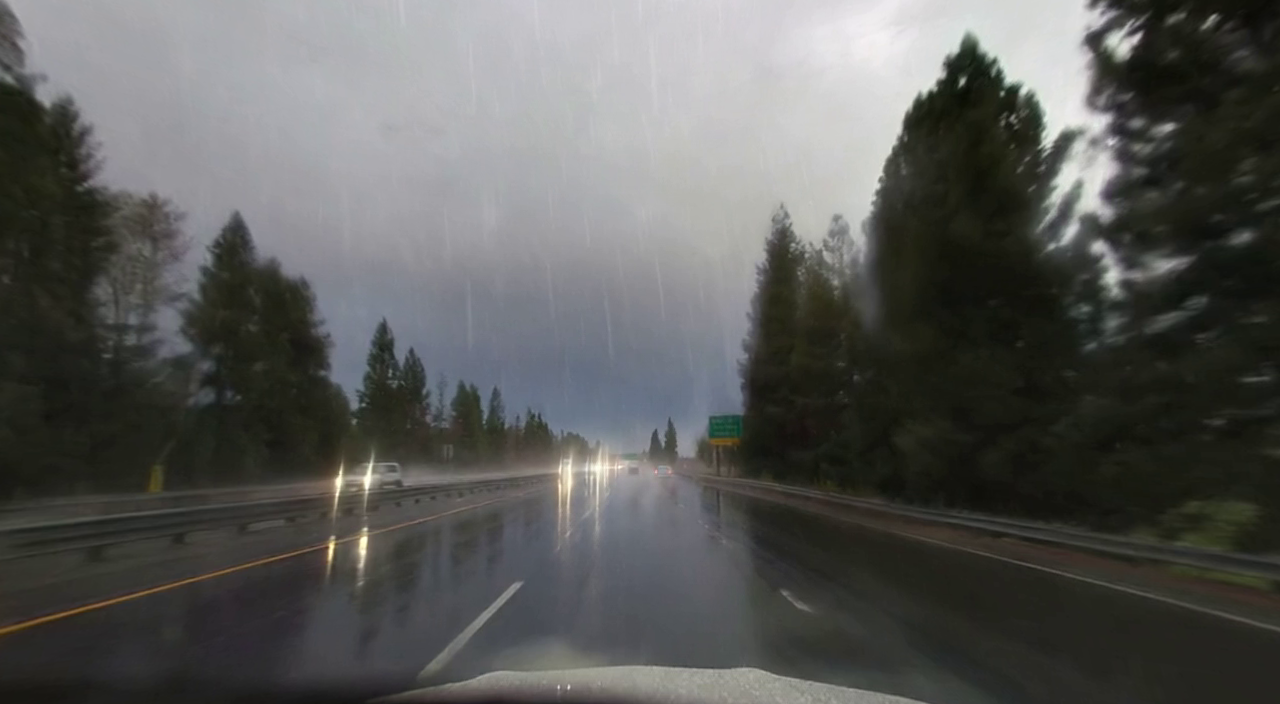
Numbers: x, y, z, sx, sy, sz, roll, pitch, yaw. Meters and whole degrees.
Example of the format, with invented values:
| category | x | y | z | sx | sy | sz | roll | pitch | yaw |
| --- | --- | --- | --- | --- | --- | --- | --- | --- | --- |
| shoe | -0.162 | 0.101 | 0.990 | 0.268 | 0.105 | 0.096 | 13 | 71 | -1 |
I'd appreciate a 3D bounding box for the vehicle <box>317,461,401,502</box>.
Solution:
| category | x | y | z | sx | sy | sz | roll | pitch | yaw |
| --- | --- | --- | --- | --- | --- | --- | --- | --- | --- |
| vehicle | -13.227 | 6.117 | 29.994 | 1.936 | 1.728 | 4.486 | 1 | -11 | 0 |
